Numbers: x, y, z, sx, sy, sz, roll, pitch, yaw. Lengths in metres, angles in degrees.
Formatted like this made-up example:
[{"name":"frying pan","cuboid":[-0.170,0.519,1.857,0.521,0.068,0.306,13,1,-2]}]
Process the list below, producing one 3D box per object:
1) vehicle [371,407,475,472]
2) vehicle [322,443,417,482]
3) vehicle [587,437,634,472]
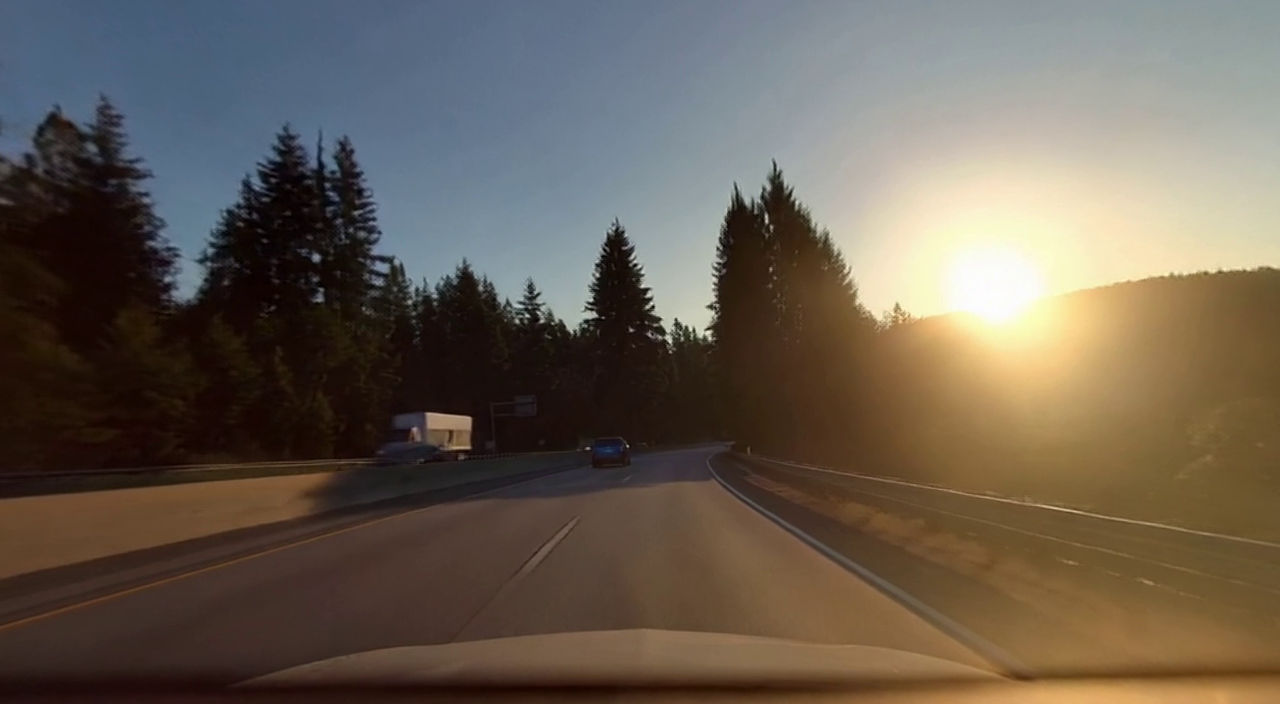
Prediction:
[{"name":"vehicle","cuboid":[-15.577,6.471,46.476,3.236,4.237,10.335,-1,-8,4]},{"name":"vehicle","cuboid":[-12.705,5.202,30.032,2.182,1.669,4.609,-1,-8,5]},{"name":"vehicle","cuboid":[-1.552,5.606,34.756,2.005,1.752,4.479,-1,-8,5]}]
